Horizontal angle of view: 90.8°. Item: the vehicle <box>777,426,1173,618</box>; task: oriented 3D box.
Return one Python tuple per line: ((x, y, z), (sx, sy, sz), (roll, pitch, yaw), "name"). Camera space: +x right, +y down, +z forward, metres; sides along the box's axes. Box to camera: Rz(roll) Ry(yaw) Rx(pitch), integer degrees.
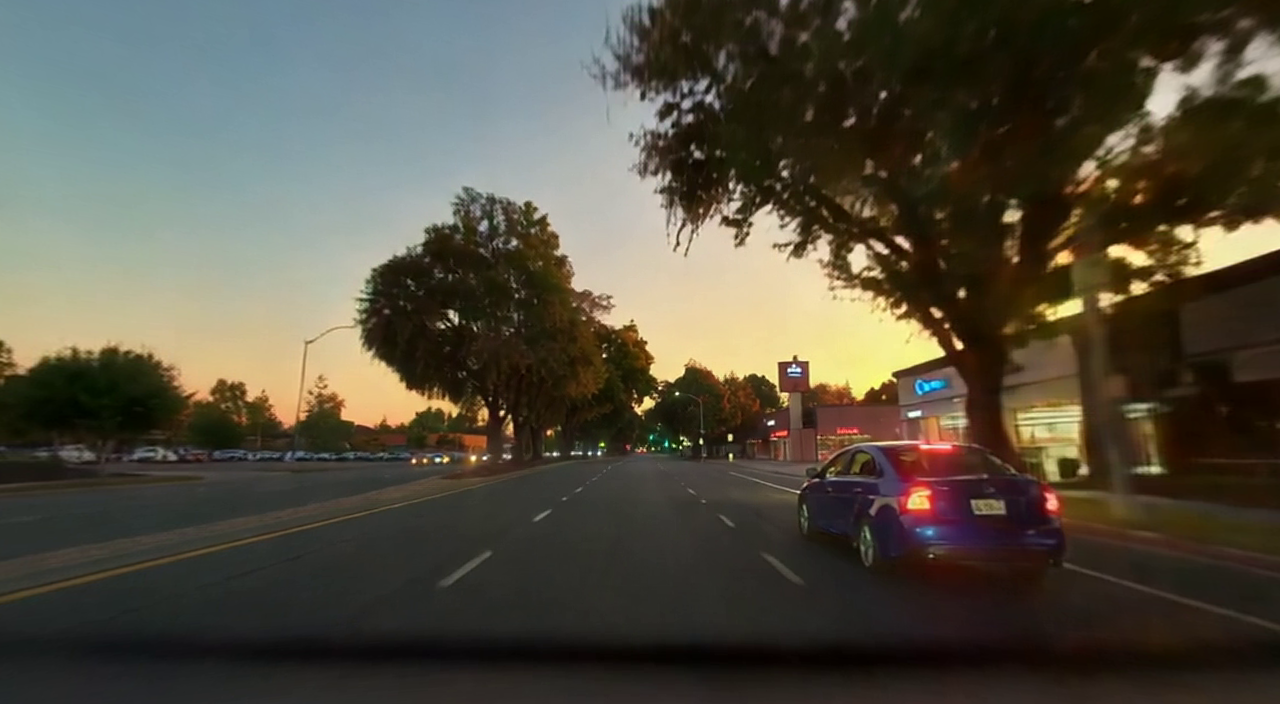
((3.139, 1.673, 7.295), (2.004, 1.470, 4.544), (0, -8, -1), "vehicle")
